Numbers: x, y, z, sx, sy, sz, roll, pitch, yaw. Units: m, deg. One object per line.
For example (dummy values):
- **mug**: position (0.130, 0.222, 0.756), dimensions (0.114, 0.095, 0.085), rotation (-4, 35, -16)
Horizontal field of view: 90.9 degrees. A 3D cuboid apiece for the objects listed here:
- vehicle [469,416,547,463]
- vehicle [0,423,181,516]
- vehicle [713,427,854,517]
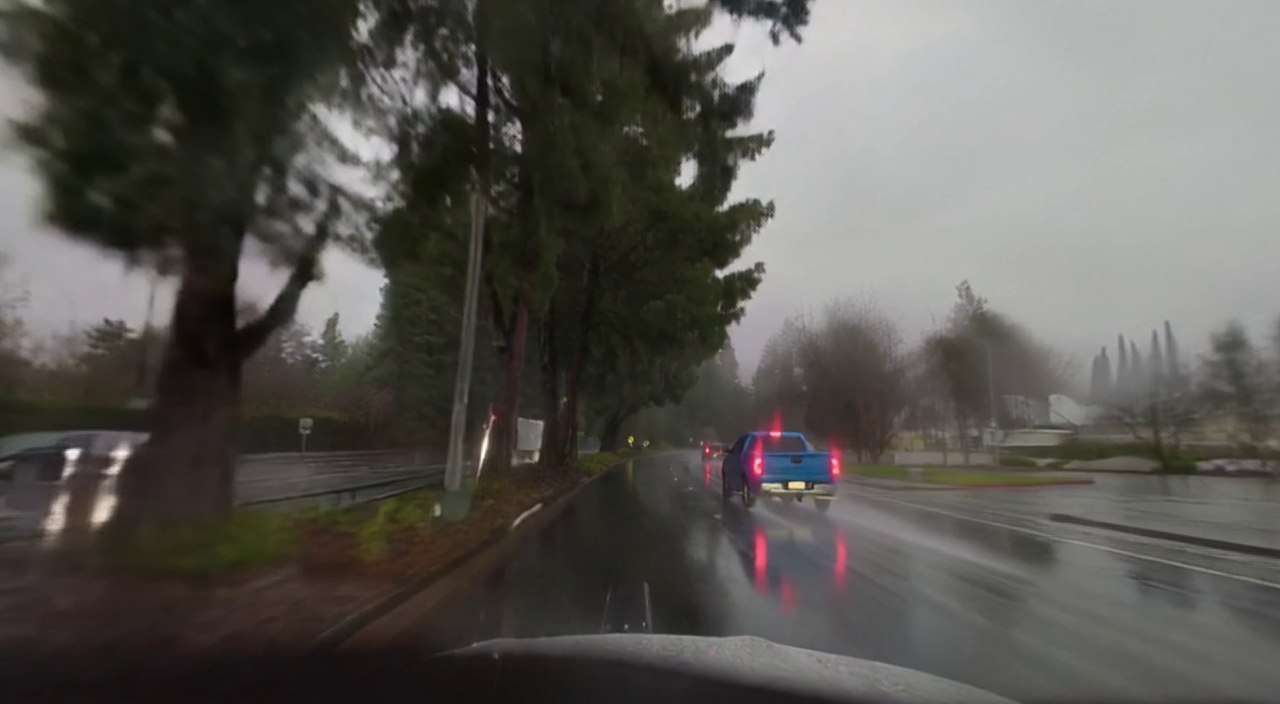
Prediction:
- **vehicle**: position (-8.628, 5.998, 42.808), dimensions (3.046, 2.782, 10.538), rotation (0, -8, 0)
- **vehicle**: position (-11.178, 2.118, 11.704), dimensions (1.892, 1.471, 4.532), rotation (0, -8, 0)
- **vehicle**: position (3.043, 2.667, 14.543), dimensions (2.108, 1.712, 4.616), rotation (0, -8, -1)
